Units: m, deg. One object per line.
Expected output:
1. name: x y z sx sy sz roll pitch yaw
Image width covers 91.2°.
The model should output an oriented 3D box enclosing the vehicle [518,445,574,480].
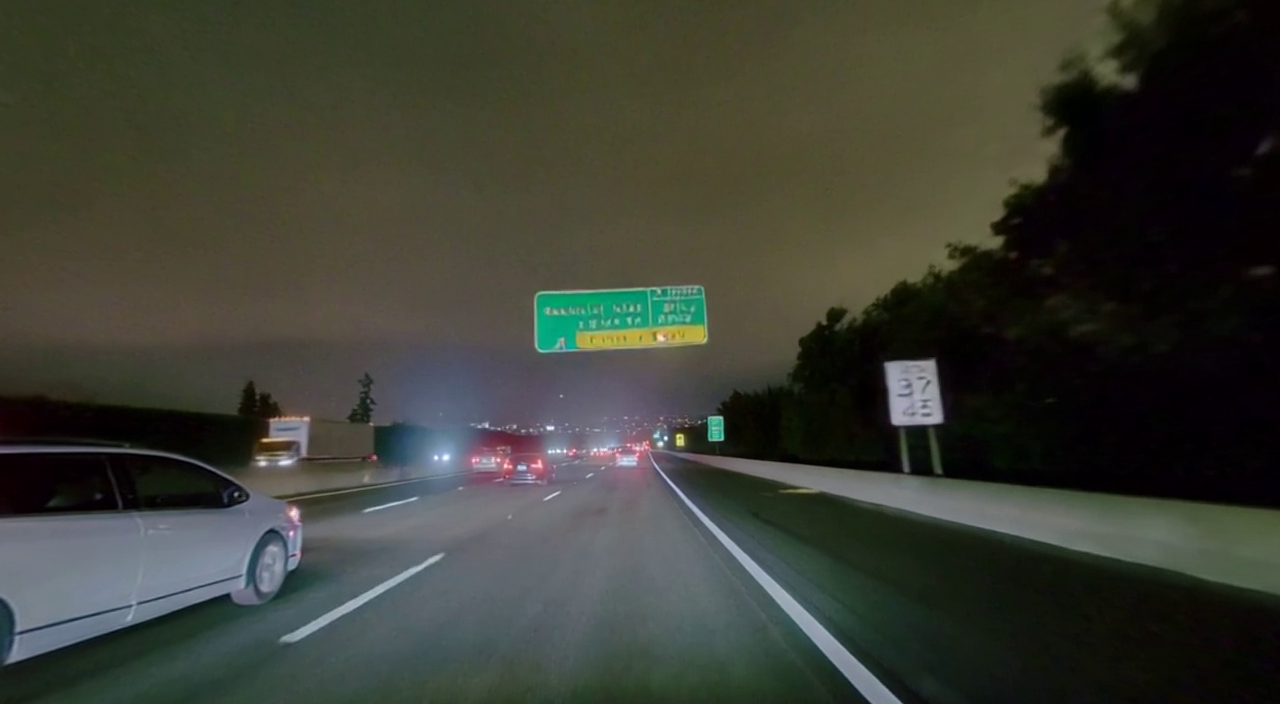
1. vehicle: -4.300 5.113 29.246 1.988 1.477 4.118 0 -9 -1

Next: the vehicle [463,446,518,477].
1. vehicle: -7.726 5.685 32.792 1.936 1.516 3.904 0 -9 0

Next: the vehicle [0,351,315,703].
1. vehicle: -4.000 0.972 3.343 2.074 1.779 4.588 0 -9 0

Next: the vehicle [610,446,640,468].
1. vehicle: -1.085 7.520 45.169 2.023 1.479 3.718 0 -9 -1
